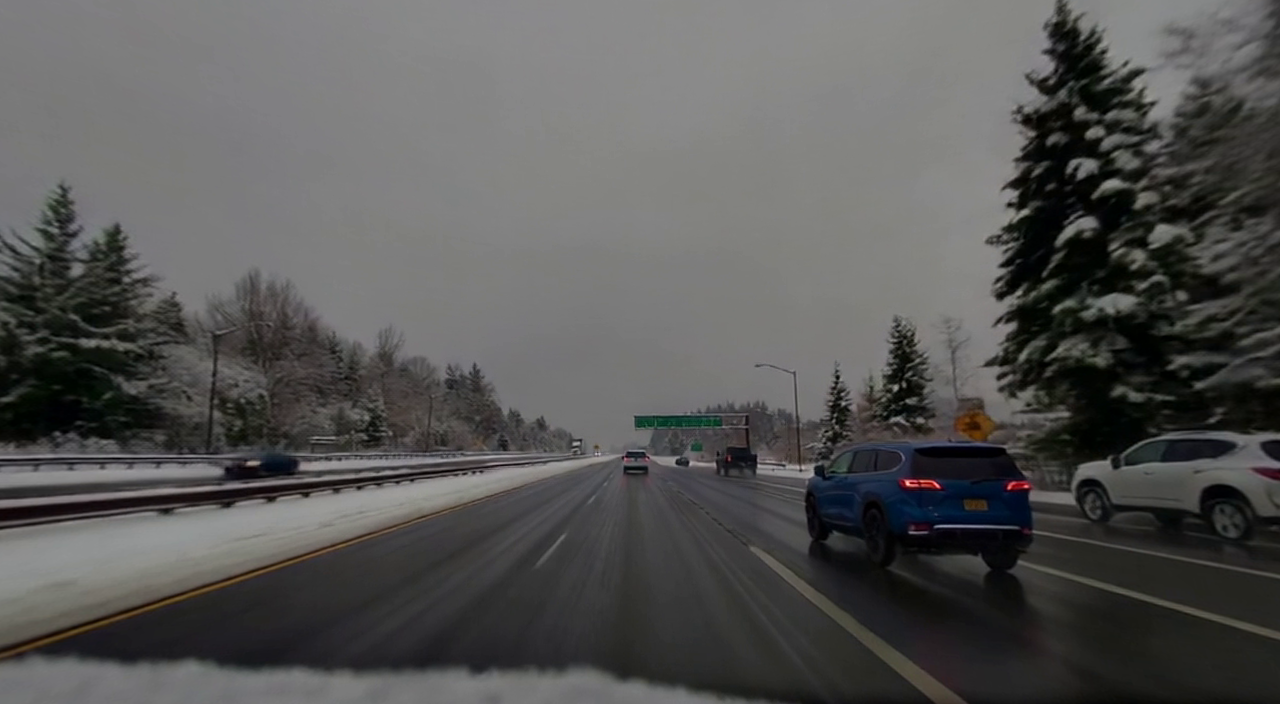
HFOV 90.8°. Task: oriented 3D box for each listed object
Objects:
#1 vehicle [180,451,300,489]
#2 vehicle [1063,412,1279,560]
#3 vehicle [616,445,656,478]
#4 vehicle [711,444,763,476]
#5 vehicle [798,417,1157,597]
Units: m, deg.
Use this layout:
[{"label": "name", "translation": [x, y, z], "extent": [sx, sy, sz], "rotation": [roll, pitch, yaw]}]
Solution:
[{"label": "vehicle", "translation": [-17.061, 5.035, 27.324], "extent": [2.137, 1.454, 4.701], "rotation": [0, -8, 0]}, {"label": "vehicle", "translation": [8.843, 1.846, 9.075], "extent": [1.967, 1.816, 4.775], "rotation": [0, -8, -3]}, {"label": "vehicle", "translation": [-0.322, 6.302, 36.785], "extent": [2.181, 1.768, 4.383], "rotation": [0, -8, -2]}, {"label": "vehicle", "translation": [7.217, 8.126, 47.785], "extent": [2.526, 2.230, 6.190], "rotation": [0, -8, -3]}, {"label": "vehicle", "translation": [3.722, 1.765, 8.136], "extent": [2.097, 1.659, 4.320], "rotation": [0, -8, -2]}]
